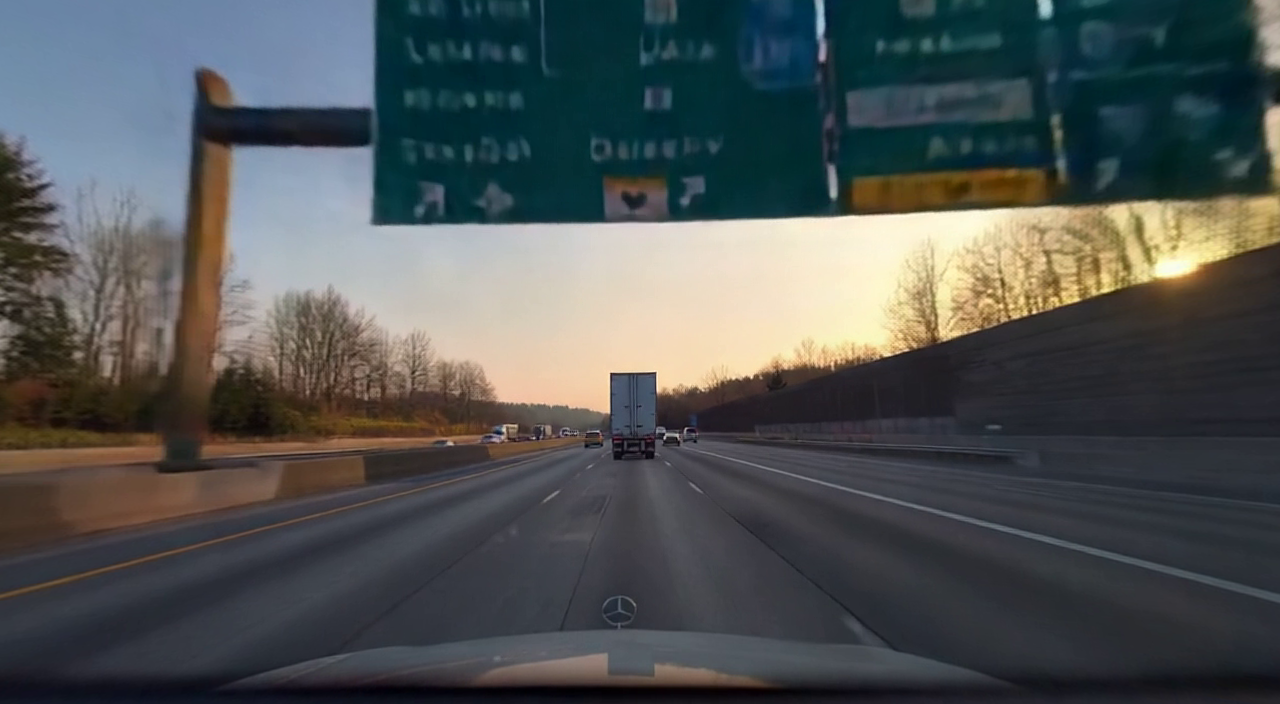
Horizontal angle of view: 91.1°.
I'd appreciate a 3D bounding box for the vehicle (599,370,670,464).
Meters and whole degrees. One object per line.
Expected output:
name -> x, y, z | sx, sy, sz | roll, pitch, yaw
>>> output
vehicle -> -0.315, 3.828, 34.837 | 2.965, 3.972, 16.689 | 0, -8, -1
